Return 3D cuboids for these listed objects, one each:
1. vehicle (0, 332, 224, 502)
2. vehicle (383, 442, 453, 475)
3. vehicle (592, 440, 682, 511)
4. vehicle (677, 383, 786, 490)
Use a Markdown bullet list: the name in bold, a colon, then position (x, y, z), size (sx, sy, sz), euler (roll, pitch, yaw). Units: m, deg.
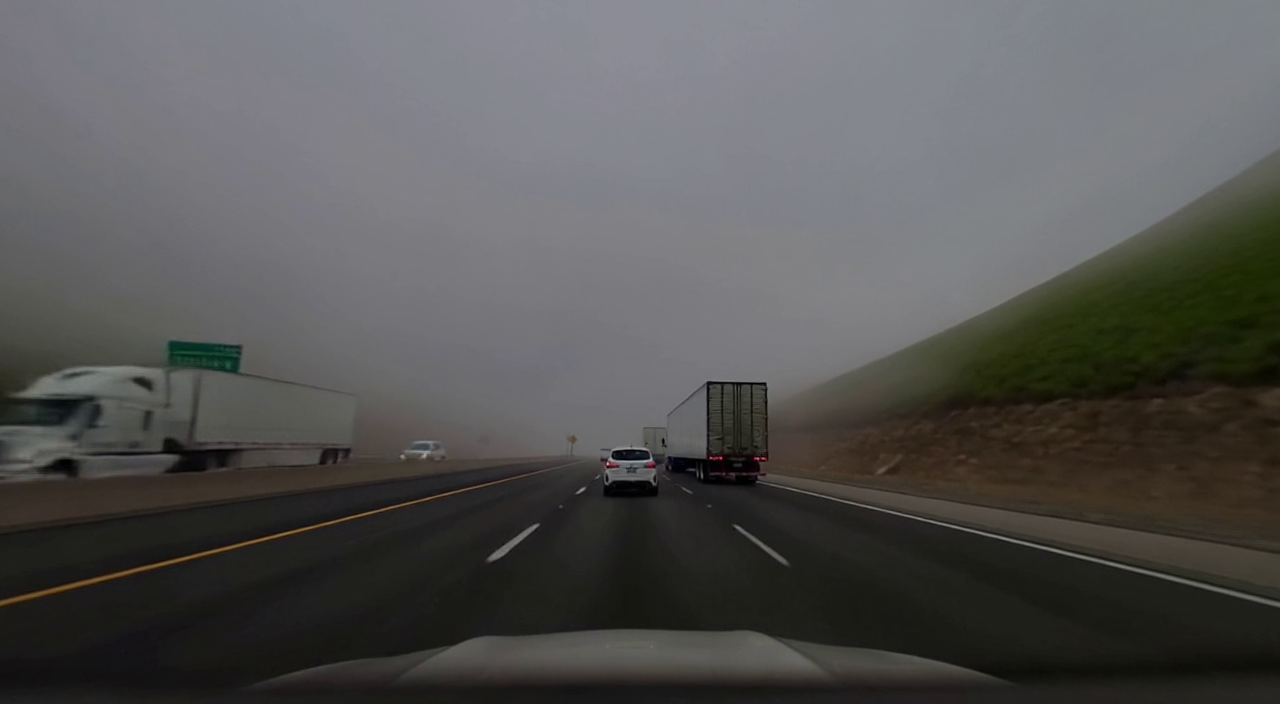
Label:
- **vehicle**: position (-15.259, 1.954, 17.689), size (2.985, 3.964, 5.868), euler (0, -9, -1)
- **vehicle**: position (-12.085, 5.831, 34.678), size (2.105, 1.656, 4.746), euler (0, -9, 0)
- **vehicle**: position (-0.090, 3.218, 16.783), size (2.109, 1.639, 3.768), euler (0, -9, -1)
- **vehicle**: position (3.850, 4.284, 30.882), size (2.812, 4.024, 14.098), euler (0, -9, -2)
